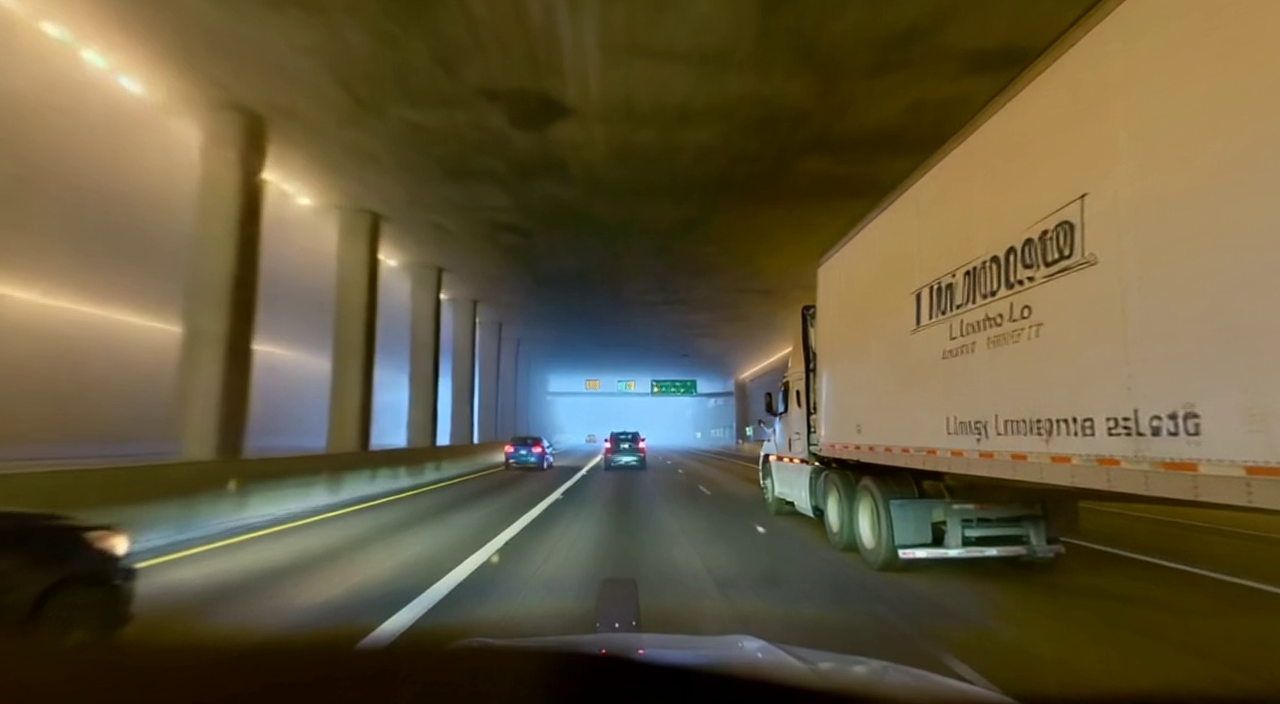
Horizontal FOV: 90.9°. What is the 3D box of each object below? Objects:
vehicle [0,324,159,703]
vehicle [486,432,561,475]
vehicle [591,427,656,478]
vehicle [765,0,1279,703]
[{"bbox_3d":[-3.305,0.648,1.618,1.826,1.695,2.870,0,-8,-1],"label":"vehicle"},{"bbox_3d":[-4.287,3.805,23.970,2.019,1.435,4.317,0,-8,0],"label":"vehicle"},{"bbox_3d":[-0.558,3.467,22.053,2.094,1.600,3.666,0,-8,-1],"label":"vehicle"},{"bbox_3d":[3.922,-0.003,4.959,2.842,4.108,14.081,0,-8,-1],"label":"vehicle"}]
